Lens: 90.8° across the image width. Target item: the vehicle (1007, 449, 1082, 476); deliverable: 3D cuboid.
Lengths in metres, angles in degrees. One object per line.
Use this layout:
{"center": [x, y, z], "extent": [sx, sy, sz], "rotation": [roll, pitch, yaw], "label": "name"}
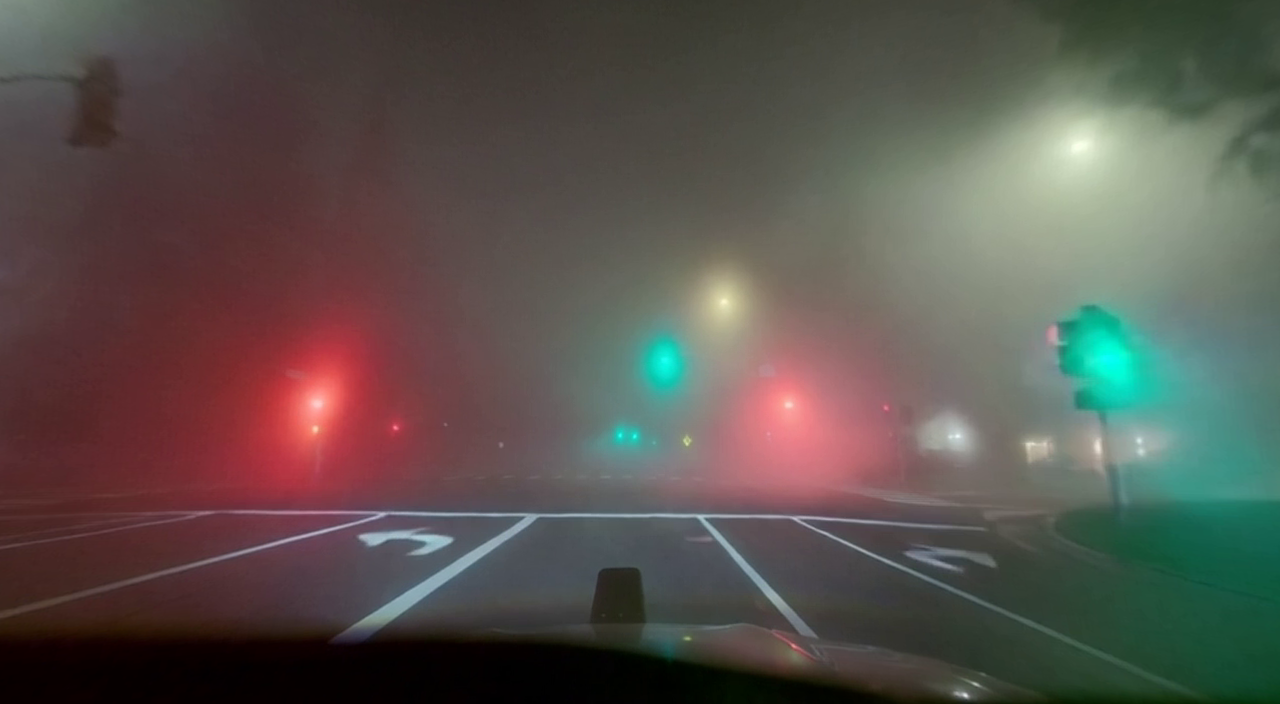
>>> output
{"center": [26.740, 7.283, 41.771], "extent": [3.878, 1.462, 1.783], "rotation": [4, -7, -5], "label": "vehicle"}
